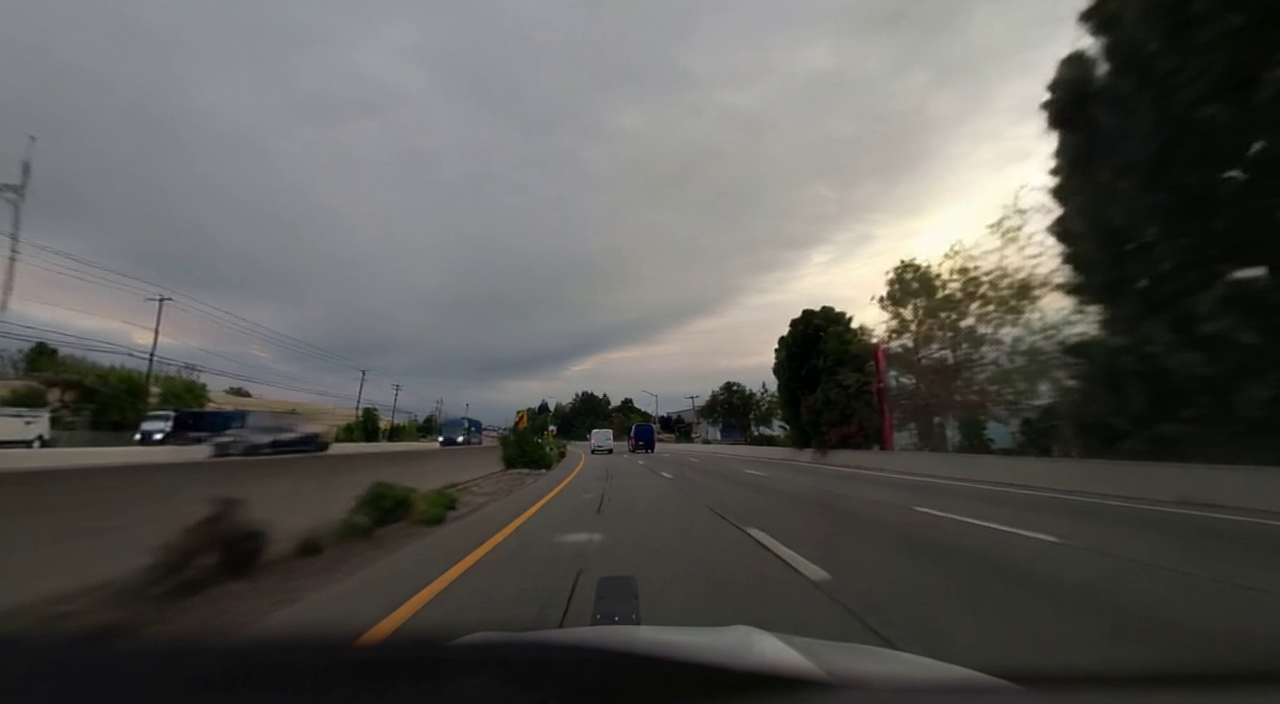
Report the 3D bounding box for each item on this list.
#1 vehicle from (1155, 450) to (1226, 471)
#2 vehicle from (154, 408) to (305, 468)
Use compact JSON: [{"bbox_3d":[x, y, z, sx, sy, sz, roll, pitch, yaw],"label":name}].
[{"bbox_3d":[40.707,8.005,46.629,1.717,1.441,3.573,1,-8,-9],"label":"vehicle"},{"bbox_3d":[-11.974,2.562,18.755,1.854,1.548,4.141,0,-8,-3],"label":"vehicle"}]
